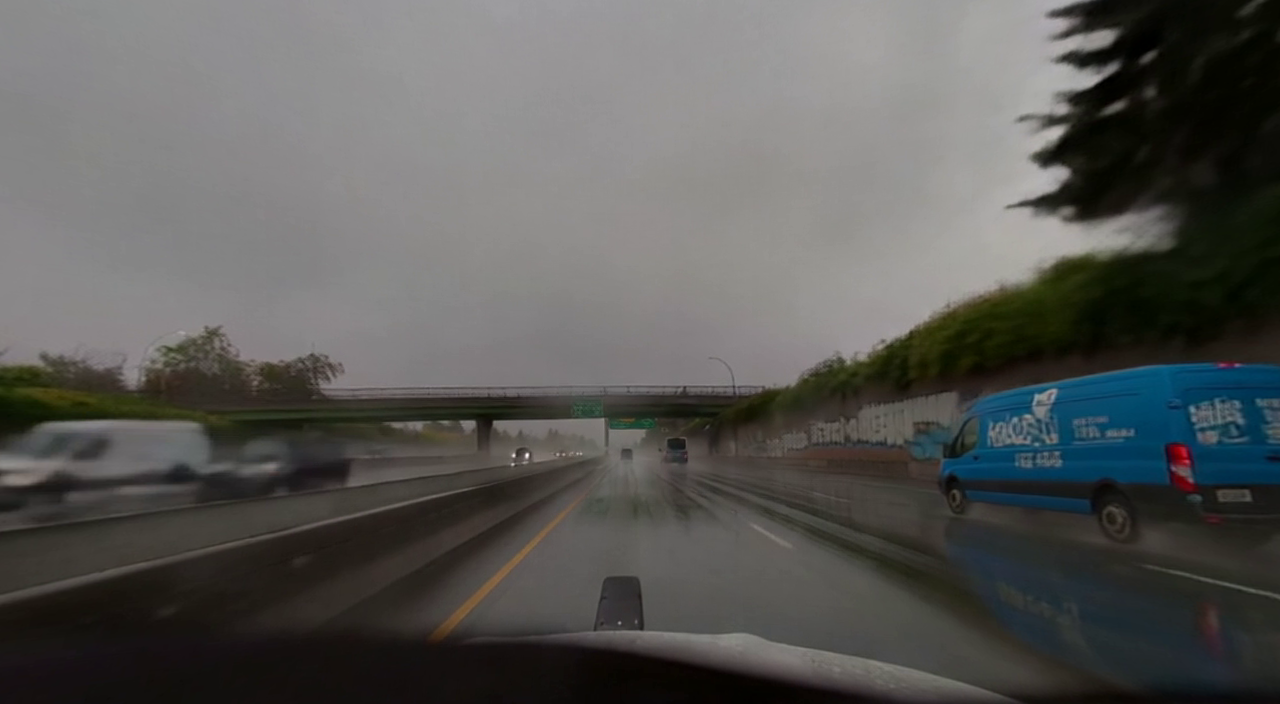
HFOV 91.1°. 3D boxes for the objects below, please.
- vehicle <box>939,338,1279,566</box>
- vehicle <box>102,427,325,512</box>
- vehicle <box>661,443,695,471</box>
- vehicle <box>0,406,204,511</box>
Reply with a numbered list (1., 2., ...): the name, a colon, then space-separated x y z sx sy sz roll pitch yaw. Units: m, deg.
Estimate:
1. vehicle: 7.481 1.570 10.194 2.283 2.631 5.719 0 -9 -1
2. vehicle: -9.900 2.764 15.223 2.064 1.700 4.696 0 -9 0
3. vehicle: 2.714 7.731 46.433 2.007 1.943 5.010 0 -9 -2
4. vehicle: -15.198 2.826 16.977 2.397 2.304 6.142 0 -9 0
